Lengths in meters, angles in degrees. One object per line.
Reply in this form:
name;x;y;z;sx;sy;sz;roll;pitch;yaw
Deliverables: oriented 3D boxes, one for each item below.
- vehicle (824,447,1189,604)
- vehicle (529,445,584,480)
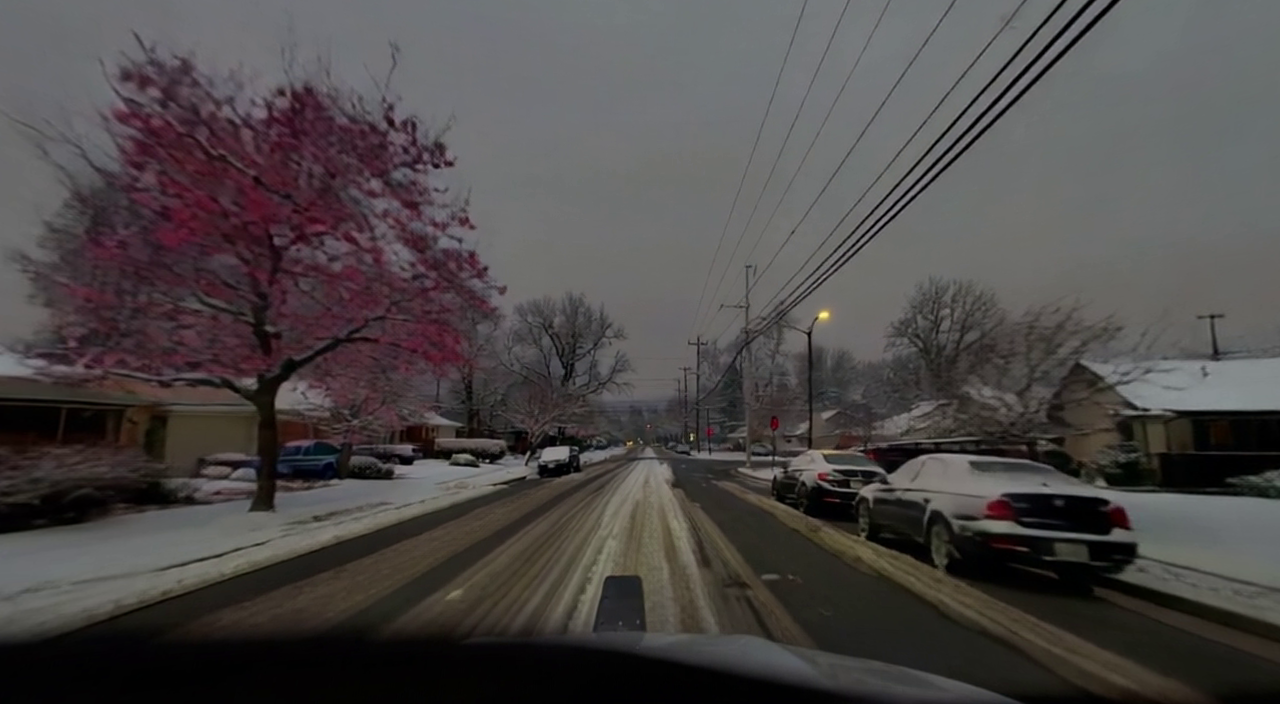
vehicle;4.280;2.048;8.588;2.006;1.489;4.753;0;-8;-2
vehicle;-4.027;5.362;31.062;1.938;1.508;4.481;0;-7;2
